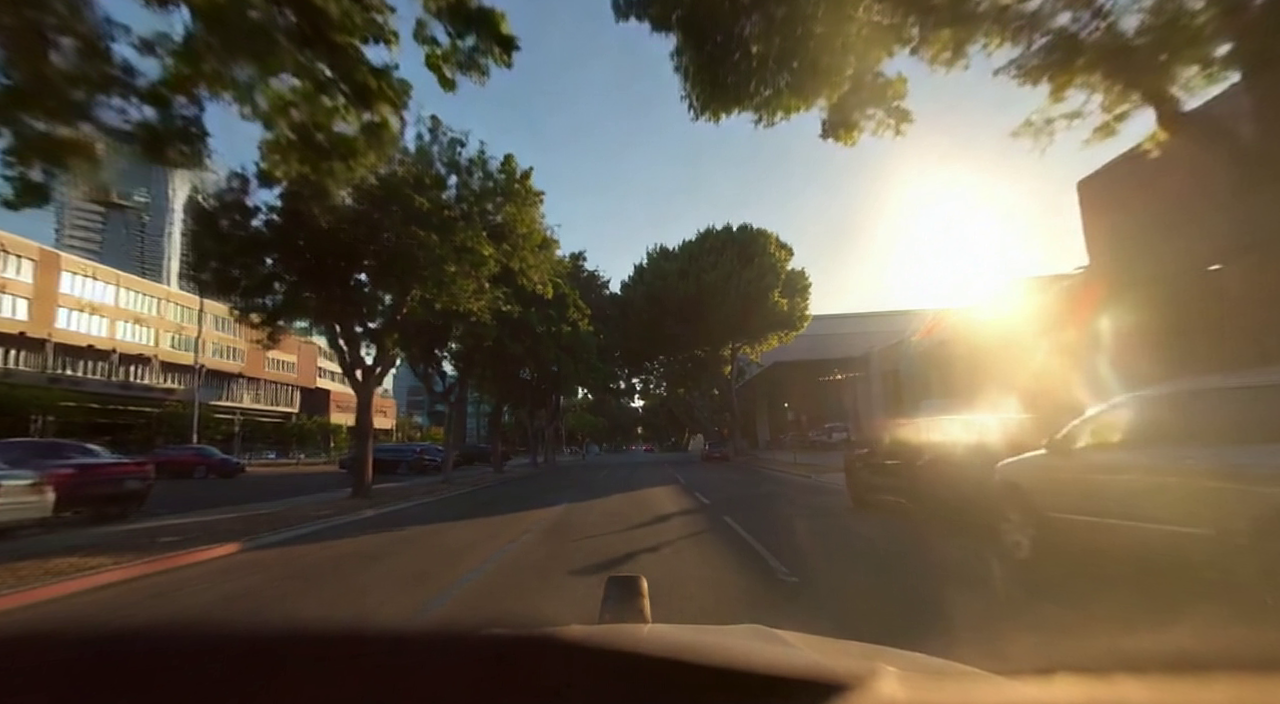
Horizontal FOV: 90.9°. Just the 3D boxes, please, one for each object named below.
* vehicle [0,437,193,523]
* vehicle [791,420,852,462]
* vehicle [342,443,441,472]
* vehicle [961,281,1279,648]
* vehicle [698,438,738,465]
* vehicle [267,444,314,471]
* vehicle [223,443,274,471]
[{"bbox_3d":[-13.039,2.740,13.811,4.831,1.700,2.111,0,-9,0],"label":"vehicle"},{"bbox_3d":[13.140,6.551,46.156,2.935,2.889,5.499,0,-9,1],"label":"vehicle"},{"bbox_3d":[-14.624,6.236,37.381,4.954,1.614,2.227,0,-9,-5],"label":"vehicle"},{"bbox_3d":[5.732,0.946,5.474,2.596,2.509,6.178,0,-9,0],"label":"vehicle"},{"bbox_3d":[5.978,7.683,48.843,2.338,1.942,5.267,0,-9,-1],"label":"vehicle"},{"bbox_3d":[-24.742,7.470,44.835,2.026,1.723,4.633,4,-9,-19],"label":"vehicle"},{"bbox_3d":[-27.385,7.334,44.275,2.026,1.723,4.322,3,-8,-19],"label":"vehicle"}]
